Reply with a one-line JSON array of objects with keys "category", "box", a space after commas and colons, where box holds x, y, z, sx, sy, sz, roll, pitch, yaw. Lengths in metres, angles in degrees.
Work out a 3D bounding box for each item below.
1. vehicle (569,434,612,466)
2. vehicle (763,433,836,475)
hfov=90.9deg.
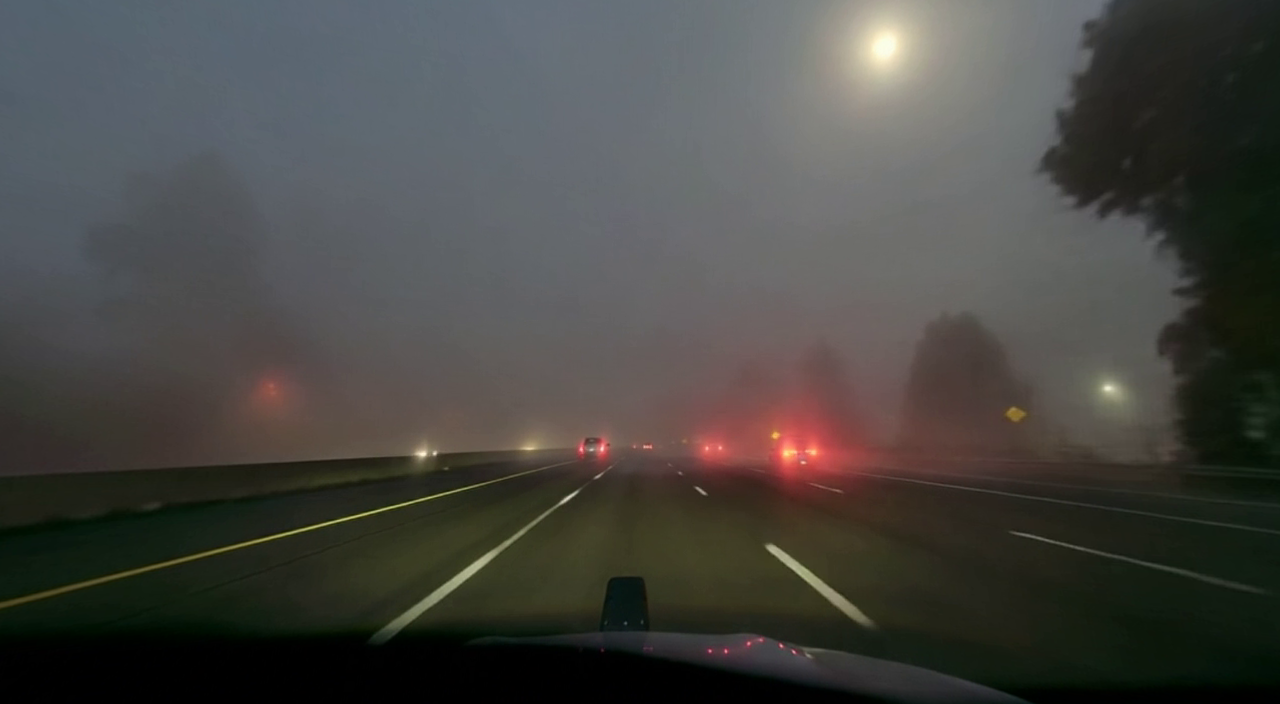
[{"category": "vehicle", "box": [-3.266, 6.589, 42.540, 2.453, 1.952, 5.320, 0, -8, 0]}, {"category": "vehicle", "box": [7.026, 4.539, 28.264, 2.063, 1.706, 4.259, 0, -8, -1]}]
